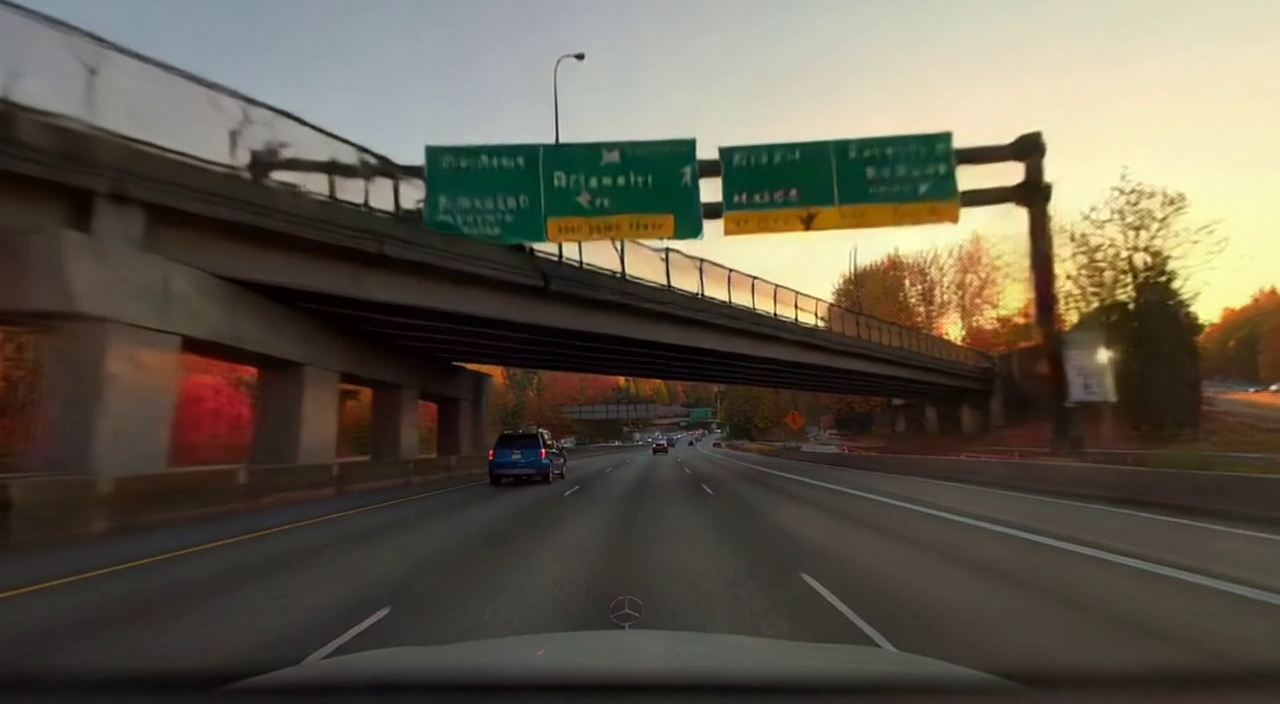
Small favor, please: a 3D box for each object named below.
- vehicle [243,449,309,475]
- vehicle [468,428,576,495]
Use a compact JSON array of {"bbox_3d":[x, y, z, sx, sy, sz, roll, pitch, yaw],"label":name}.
[{"bbox_3d":[-22.468,6.779,38.982,1.791,1.495,3.671,-1,-8,3],"label":"vehicle"},{"bbox_3d":[-3.278,3.145,18.509,2.177,1.707,4.432,0,-8,2],"label":"vehicle"}]
